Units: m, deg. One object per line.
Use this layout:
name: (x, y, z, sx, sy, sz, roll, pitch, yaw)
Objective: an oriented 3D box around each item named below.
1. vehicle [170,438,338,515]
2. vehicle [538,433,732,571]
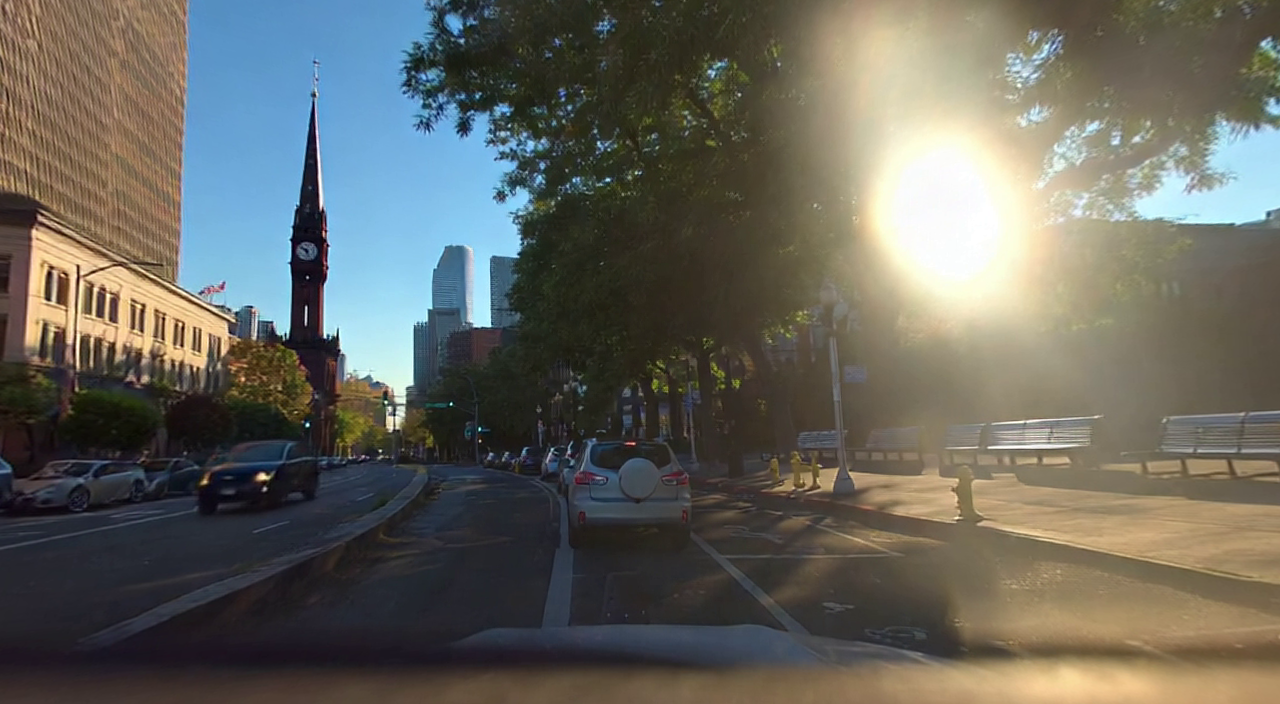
vehicle: (-9.907, 3.176, 16.712, 2.179, 1.698, 4.549, 1, -9, -10)
vehicle: (-0.241, 1.942, 9.007, 2.142, 1.475, 4.051, 1, -8, -6)
